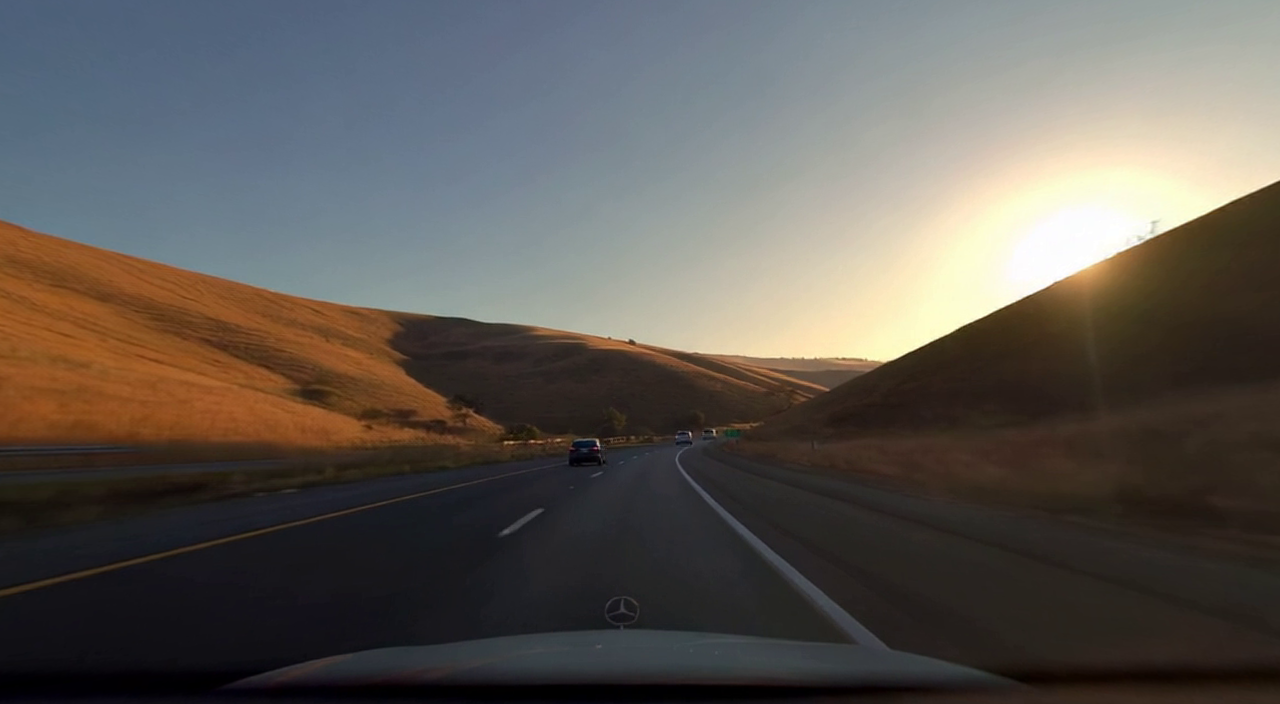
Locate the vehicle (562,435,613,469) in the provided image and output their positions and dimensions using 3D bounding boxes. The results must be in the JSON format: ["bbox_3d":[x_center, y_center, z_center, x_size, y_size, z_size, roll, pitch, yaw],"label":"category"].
[{"bbox_3d":[-2.850,5.636,35.710,2.252,1.743,4.560,-1,-8,3],"label":"vehicle"}]
